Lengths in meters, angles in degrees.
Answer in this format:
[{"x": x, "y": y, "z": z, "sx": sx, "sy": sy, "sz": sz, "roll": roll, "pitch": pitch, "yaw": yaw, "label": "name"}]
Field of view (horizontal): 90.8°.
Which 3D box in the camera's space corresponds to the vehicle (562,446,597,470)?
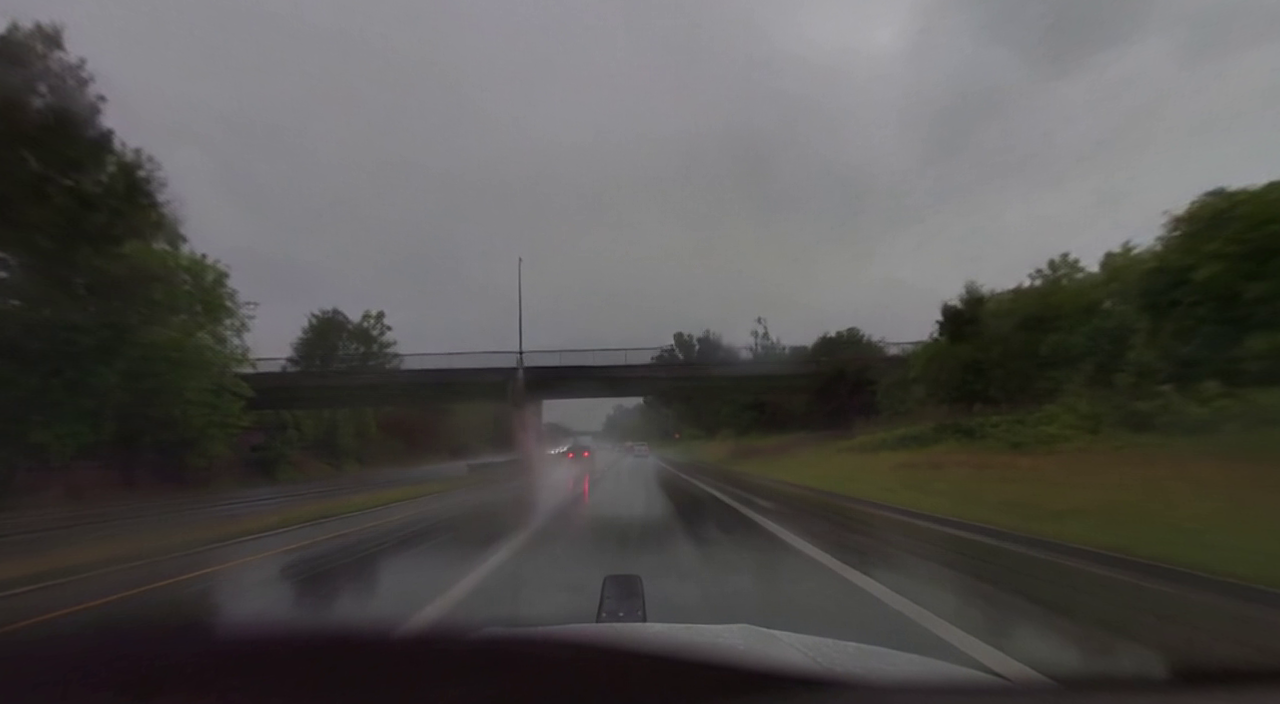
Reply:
[{"x": -4.395, "y": 7.784, "z": 46.521, "sx": 2.076, "sy": 1.637, "sz": 4.526, "roll": 0, "pitch": -9, "yaw": 0, "label": "vehicle"}]
